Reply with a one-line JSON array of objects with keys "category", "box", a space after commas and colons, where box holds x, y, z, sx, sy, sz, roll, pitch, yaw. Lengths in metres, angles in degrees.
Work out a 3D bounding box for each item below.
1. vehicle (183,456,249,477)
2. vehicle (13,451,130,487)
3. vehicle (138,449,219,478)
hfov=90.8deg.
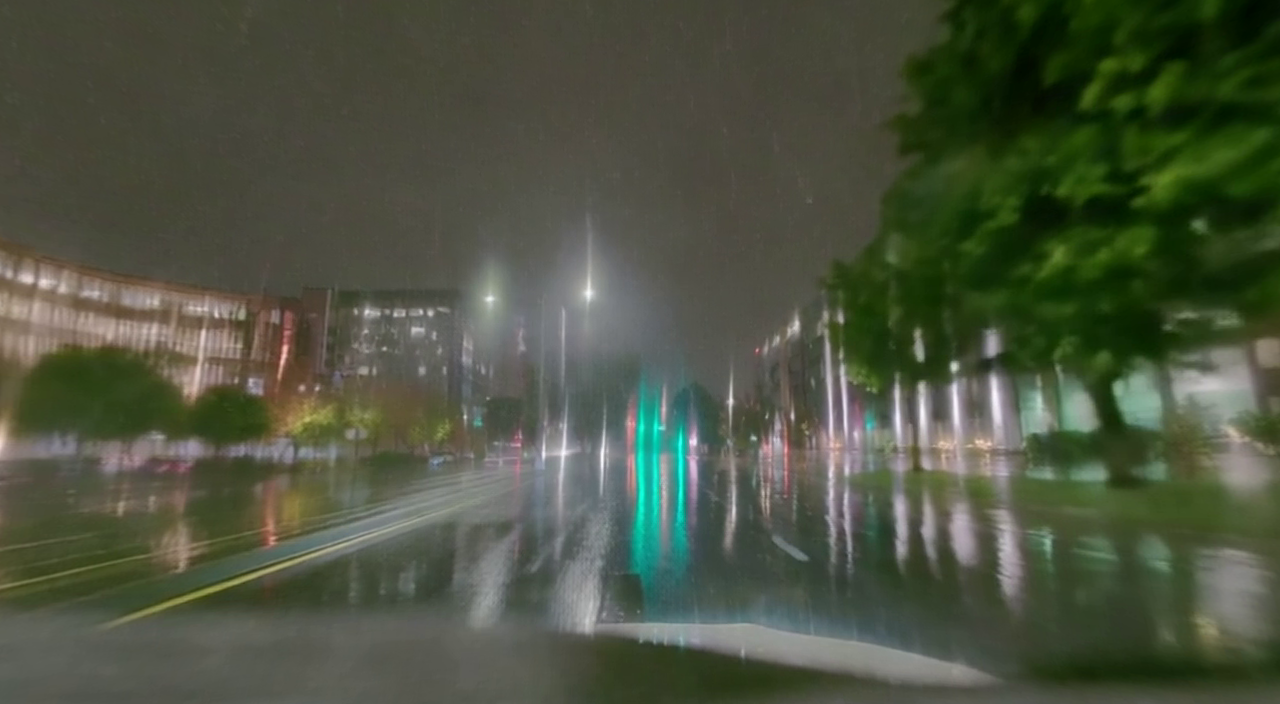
[{"category": "vehicle", "box": [-31.824, 8.591, 47.550, 1.947, 1.444, 4.313, -1, -10, 0]}, {"category": "vehicle", "box": [-31.841, 6.544, 35.624, 2.034, 1.818, 4.855, 0, -8, 1]}, {"category": "vehicle", "box": [-34.551, 8.383, 47.492, 2.230, 1.962, 5.115, -1, -10, 0]}]
